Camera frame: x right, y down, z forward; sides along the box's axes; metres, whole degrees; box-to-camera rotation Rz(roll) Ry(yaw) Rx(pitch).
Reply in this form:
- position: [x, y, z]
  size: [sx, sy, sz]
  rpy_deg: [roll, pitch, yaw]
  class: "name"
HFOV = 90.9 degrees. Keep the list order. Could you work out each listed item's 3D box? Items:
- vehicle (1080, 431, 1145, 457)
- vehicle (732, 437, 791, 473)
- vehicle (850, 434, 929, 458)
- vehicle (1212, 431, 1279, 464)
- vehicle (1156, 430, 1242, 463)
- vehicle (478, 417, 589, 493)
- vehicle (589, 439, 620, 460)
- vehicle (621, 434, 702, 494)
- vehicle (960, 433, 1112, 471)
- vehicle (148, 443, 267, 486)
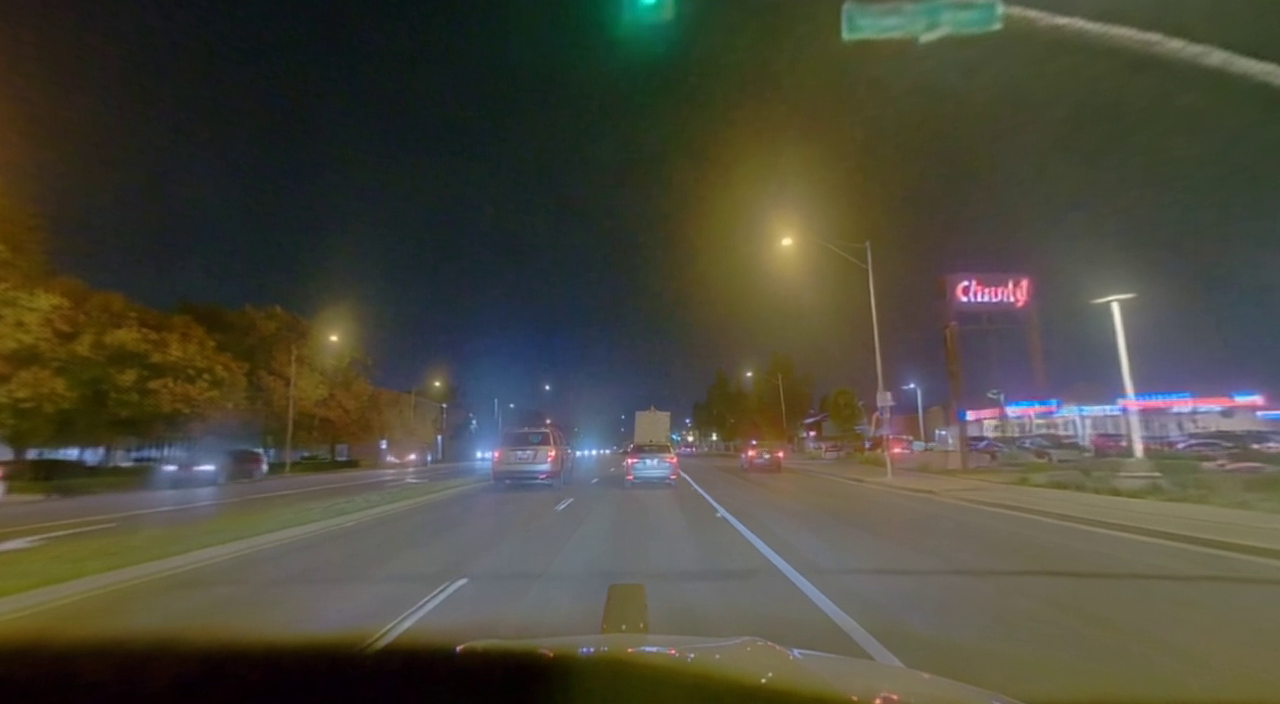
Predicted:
- position: [28.871, 5.611, 38.485]
  size: [3.799, 1.541, 1.747]
  rpy_deg: [5, -10, -31]
  class: "vehicle"
- position: [5.525, 4.728, 29.117]
  size: [1.900, 1.507, 4.151]
  rpy_deg: [0, -8, 0]
  class: "vehicle"
- position: [16.368, 6.186, 41.517]
  size: [4.323, 1.496, 1.937]
  rpy_deg: [0, -8, -1]
  class: "vehicle"
- position: [28.438, 4.393, 29.071]
  size: [3.873, 1.429, 1.765]
  rpy_deg: [5, -10, -30]
  class: "vehicle"
- position: [28.481, 4.792, 32.099]
  size: [4.207, 1.443, 1.889]
  rpy_deg: [3, -9, -30]
  class: "vehicle"
- position: [-2.962, 3.041, 18.900]
  size: [2.289, 1.935, 5.227]
  rpy_deg: [0, -8, 1]
  class: "vehicle"
- position: [-2.581, 7.204, 46.625]
  size: [1.902, 1.522, 3.523]
  rpy_deg: [-1, -8, 3]
  class: "vehicle"
- position: [0.563, 3.131, 18.002]
  size: [2.061, 1.494, 4.079]
  rpy_deg: [0, -8, 1]
  class: "vehicle"
- position: [15.605, 3.952, 25.006]
  size: [4.756, 1.422, 1.831]
  rpy_deg: [0, -8, -1]
  class: "vehicle"
- position: [-18.560, 4.812, 27.344]
  size: [1.945, 1.666, 4.478]
  rpy_deg: [0, -8, 0]
  class: "vehicle"
